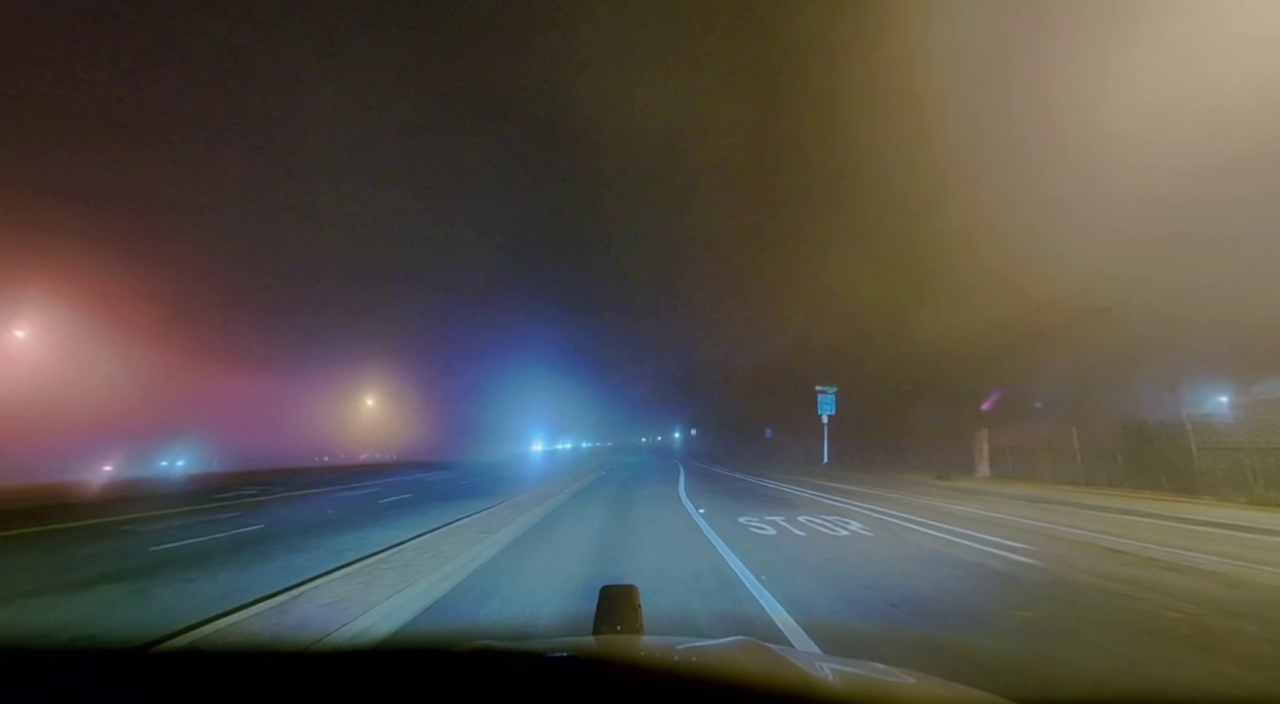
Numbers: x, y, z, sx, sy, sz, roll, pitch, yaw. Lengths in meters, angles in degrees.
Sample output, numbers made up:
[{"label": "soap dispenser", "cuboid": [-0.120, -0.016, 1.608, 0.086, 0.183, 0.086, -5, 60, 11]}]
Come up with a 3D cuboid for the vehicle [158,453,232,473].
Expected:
[{"label": "vehicle", "cuboid": [-33.598, 8.373, 47.751, 4.205, 1.440, 1.823, -1, -9, 2]}]

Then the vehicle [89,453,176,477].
[{"label": "vehicle", "cuboid": [-33.017, 7.326, 41.195, 4.108, 1.480, 1.800, 0, -9, 1]}]
